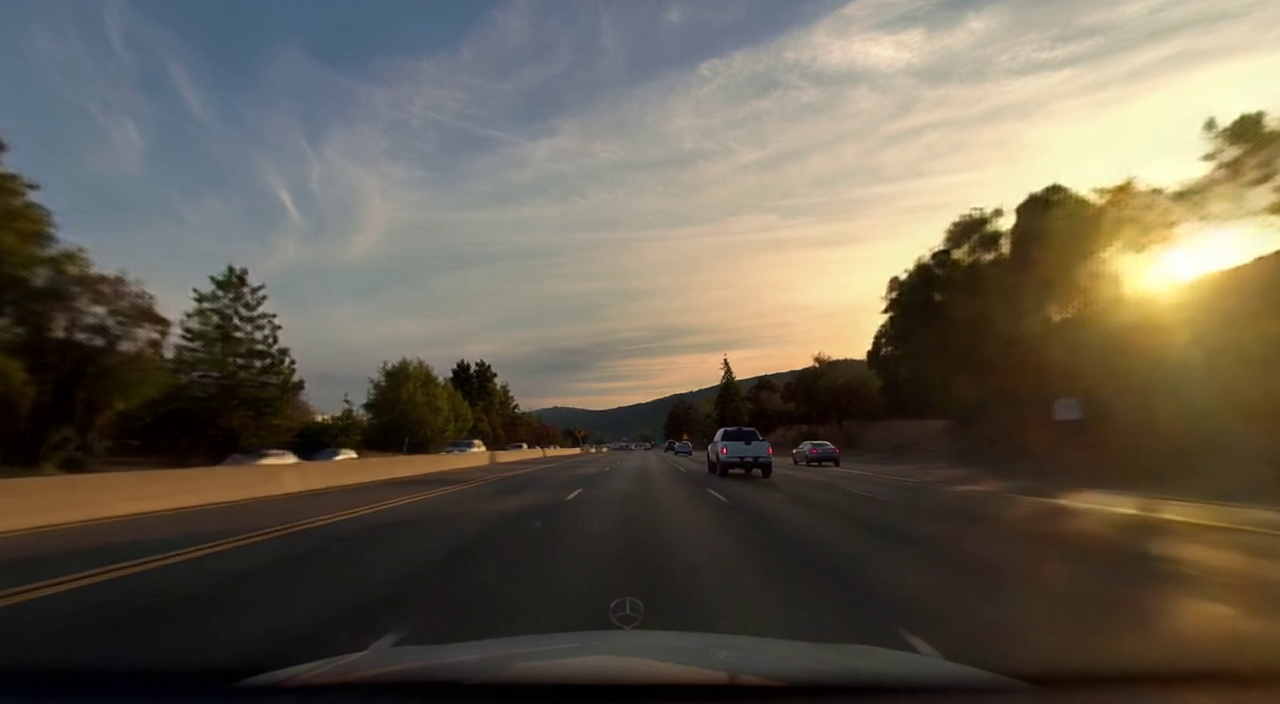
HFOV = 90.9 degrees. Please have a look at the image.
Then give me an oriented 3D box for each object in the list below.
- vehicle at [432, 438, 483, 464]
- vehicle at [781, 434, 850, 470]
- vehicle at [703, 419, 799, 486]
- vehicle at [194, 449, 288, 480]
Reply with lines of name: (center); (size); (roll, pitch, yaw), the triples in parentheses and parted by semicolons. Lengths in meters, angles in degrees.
vehicle: (-13.998, 7.606, 48.761); (2.297, 1.834, 5.498); (-1, -8, 1)
vehicle: (8.836, 5.056, 32.162); (2.045, 1.658, 4.598); (0, -8, -2)
vehicle: (3.573, 3.400, 21.560); (2.218, 1.964, 5.662); (0, -8, 0)
vehicle: (-21.136, 5.944, 33.684); (1.919, 1.469, 4.684); (-1, -8, 0)
